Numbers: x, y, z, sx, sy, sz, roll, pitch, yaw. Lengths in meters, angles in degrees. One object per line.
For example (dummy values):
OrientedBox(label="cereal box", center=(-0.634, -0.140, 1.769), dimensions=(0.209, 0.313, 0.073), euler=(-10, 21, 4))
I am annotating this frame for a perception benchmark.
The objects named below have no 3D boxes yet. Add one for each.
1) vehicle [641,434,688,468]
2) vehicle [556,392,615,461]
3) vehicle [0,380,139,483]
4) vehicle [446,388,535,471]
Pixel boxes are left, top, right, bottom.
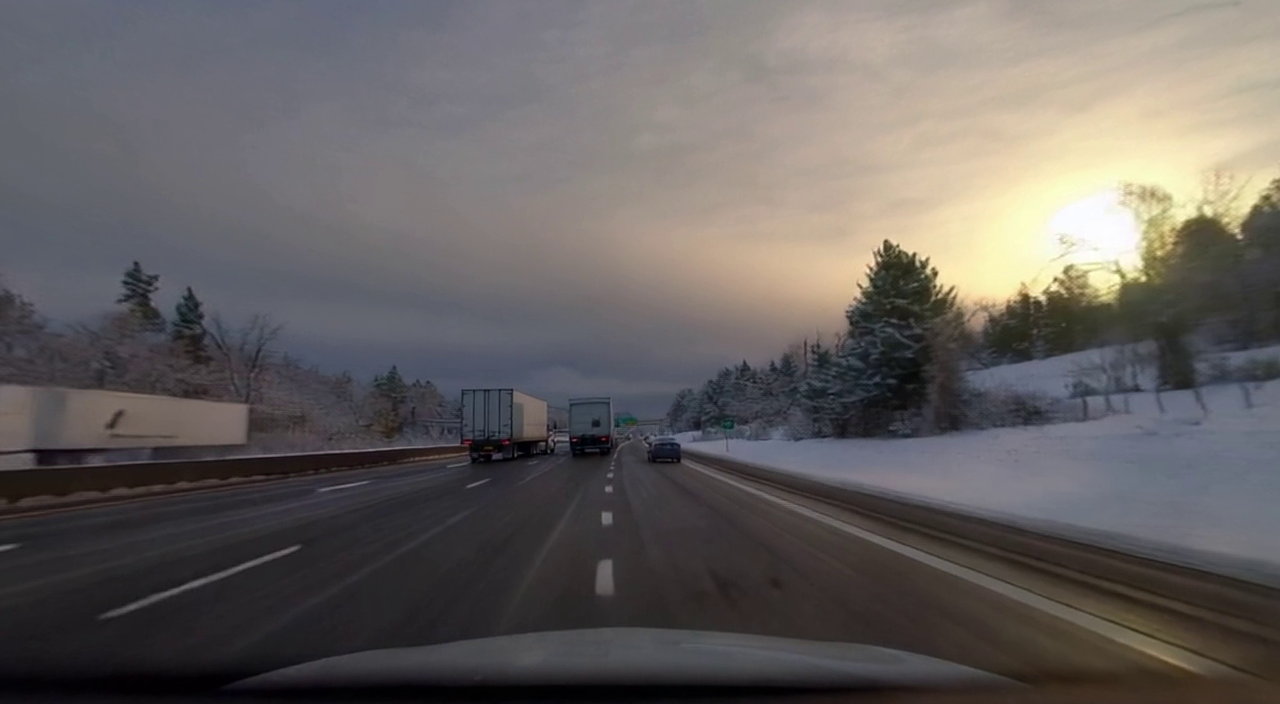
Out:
OrientedBox(label="vehicle", center=(1.088, 4.647, 29.812), dimensions=(1.891, 1.477, 3.599), euler=(0, -8, -3))
OrientedBox(label="vehicle", center=(-3.715, 5.616, 46.064), dimensions=(3.475, 4.037, 17.454), euler=(0, -8, -3))
OrientedBox(label="vehicle", center=(-26.616, 3.384, 26.527), dimensions=(2.933, 3.990, 9.988), euler=(0, -8, -2))
OrientedBox(label="vehicle", center=(-6.765, 3.674, 29.578), dimensions=(2.728, 3.405, 7.096), euler=(0, -8, -3))
